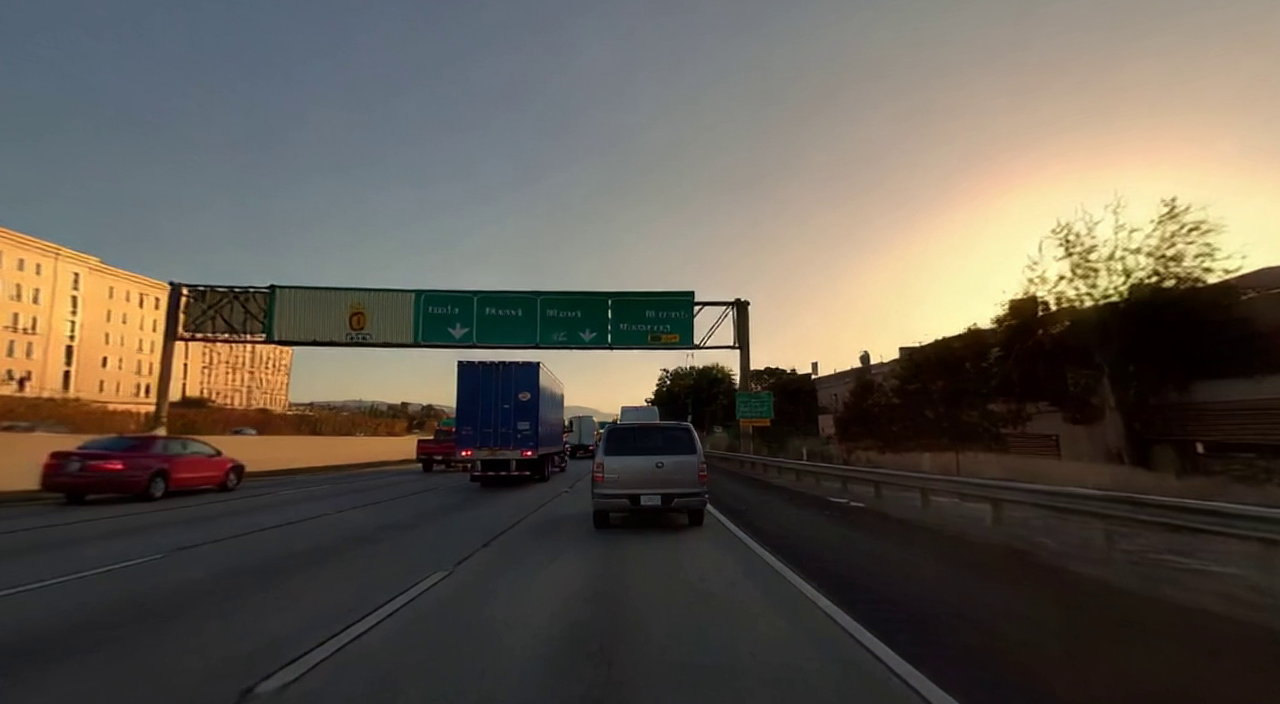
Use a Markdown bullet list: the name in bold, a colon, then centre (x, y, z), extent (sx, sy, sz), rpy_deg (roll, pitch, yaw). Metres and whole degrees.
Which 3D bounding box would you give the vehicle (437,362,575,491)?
- **vehicle**: centre (-4.074, 2.648, 21.515), extent (2.814, 3.513, 8.529), rpy_deg (0, -9, 0)

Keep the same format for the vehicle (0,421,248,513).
- **vehicle**: centre (-11.256, 2.500, 14.170), extent (1.915, 1.710, 4.670), rpy_deg (0, -9, -1)

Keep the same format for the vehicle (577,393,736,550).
- **vehicle**: centre (0.139, 1.771, 9.851), extent (1.947, 1.910, 4.040), rpy_deg (0, -9, -2)
